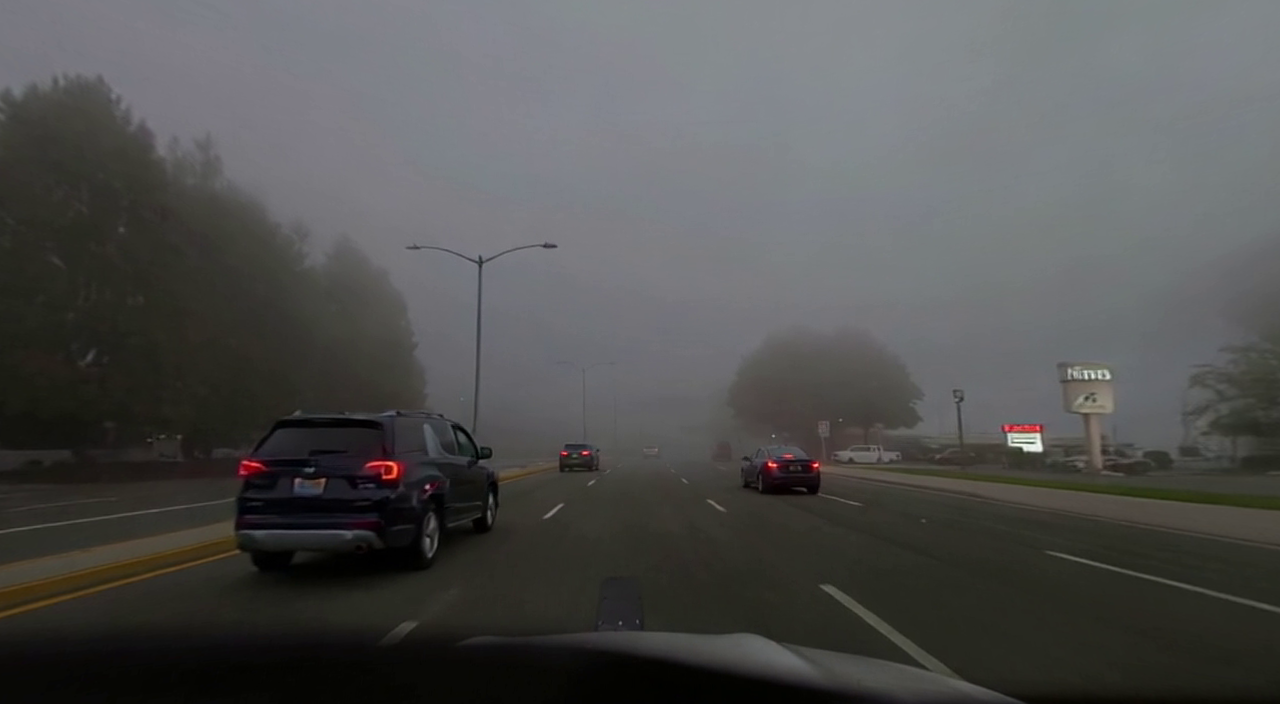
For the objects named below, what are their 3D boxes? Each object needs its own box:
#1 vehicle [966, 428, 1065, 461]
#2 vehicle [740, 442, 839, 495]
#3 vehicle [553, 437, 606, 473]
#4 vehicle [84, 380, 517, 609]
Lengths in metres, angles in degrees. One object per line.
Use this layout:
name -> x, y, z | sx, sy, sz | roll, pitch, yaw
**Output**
vehicle -> 27.799, 6.923, 47.242 | 2.943, 2.298, 7.374 | 0, -9, 0
vehicle -> 4.593, 3.651, 20.164 | 1.960, 1.471, 4.378 | 0, -9, -2
vehicle -> -3.227, 5.659, 34.821 | 2.305, 1.833, 4.912 | 0, -9, 2
vehicle -> -3.320, 1.570, 7.969 | 2.450, 1.866, 5.416 | 0, -9, 0
